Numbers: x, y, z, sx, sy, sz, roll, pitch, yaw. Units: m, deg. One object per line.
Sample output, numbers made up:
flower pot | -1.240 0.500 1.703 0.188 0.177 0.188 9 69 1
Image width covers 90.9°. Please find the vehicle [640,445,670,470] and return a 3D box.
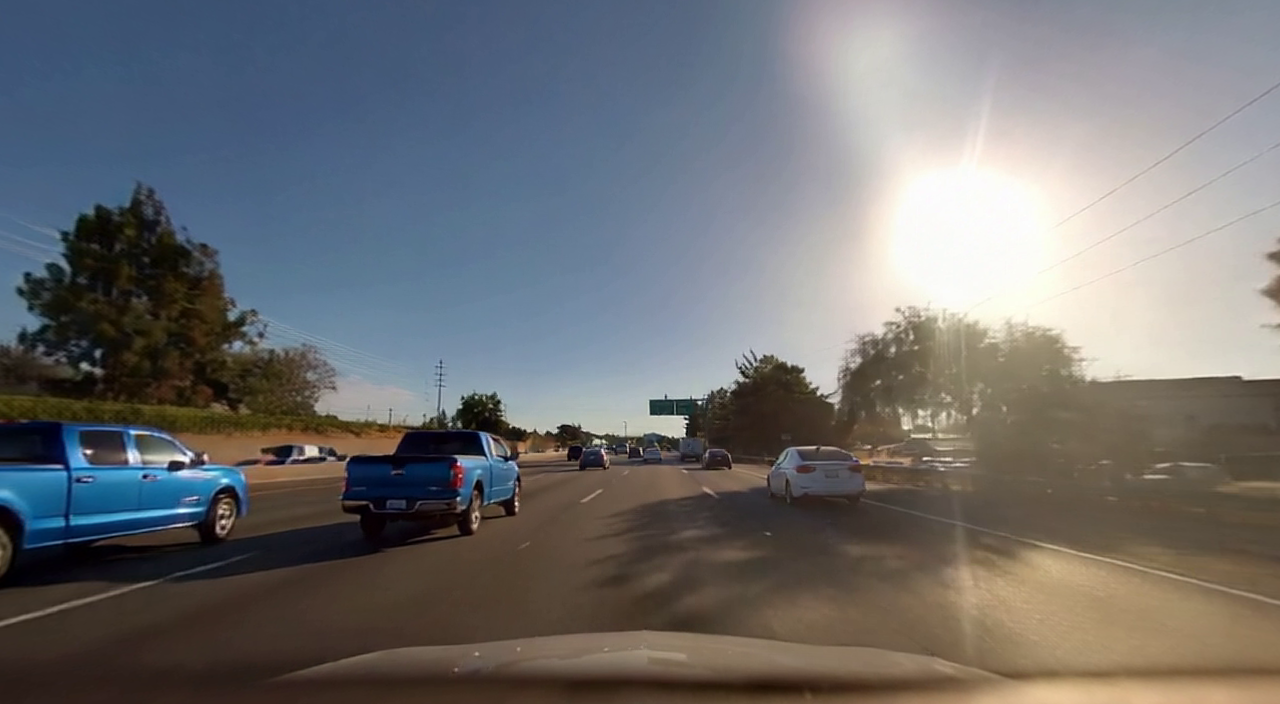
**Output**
vehicle | 1.066 7.692 46.207 2.080 1.682 4.150 0 -8 1

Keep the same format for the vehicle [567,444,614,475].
vehicle | -2.831 6.284 37.156 2.209 1.714 4.576 0 -8 2

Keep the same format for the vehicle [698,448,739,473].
vehicle | 4.938 6.900 40.498 2.072 1.456 4.537 0 -8 0

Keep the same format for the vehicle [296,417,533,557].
vehicle | -3.283 2.065 10.429 2.146 1.775 4.553 0 -8 1

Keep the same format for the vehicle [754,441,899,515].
vehicle | 4.246 2.923 15.245 2.111 1.498 4.466 0 -8 0

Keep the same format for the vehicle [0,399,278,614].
vehicle | -6.627 1.510 6.697 2.428 1.812 5.131 0 -8 1
